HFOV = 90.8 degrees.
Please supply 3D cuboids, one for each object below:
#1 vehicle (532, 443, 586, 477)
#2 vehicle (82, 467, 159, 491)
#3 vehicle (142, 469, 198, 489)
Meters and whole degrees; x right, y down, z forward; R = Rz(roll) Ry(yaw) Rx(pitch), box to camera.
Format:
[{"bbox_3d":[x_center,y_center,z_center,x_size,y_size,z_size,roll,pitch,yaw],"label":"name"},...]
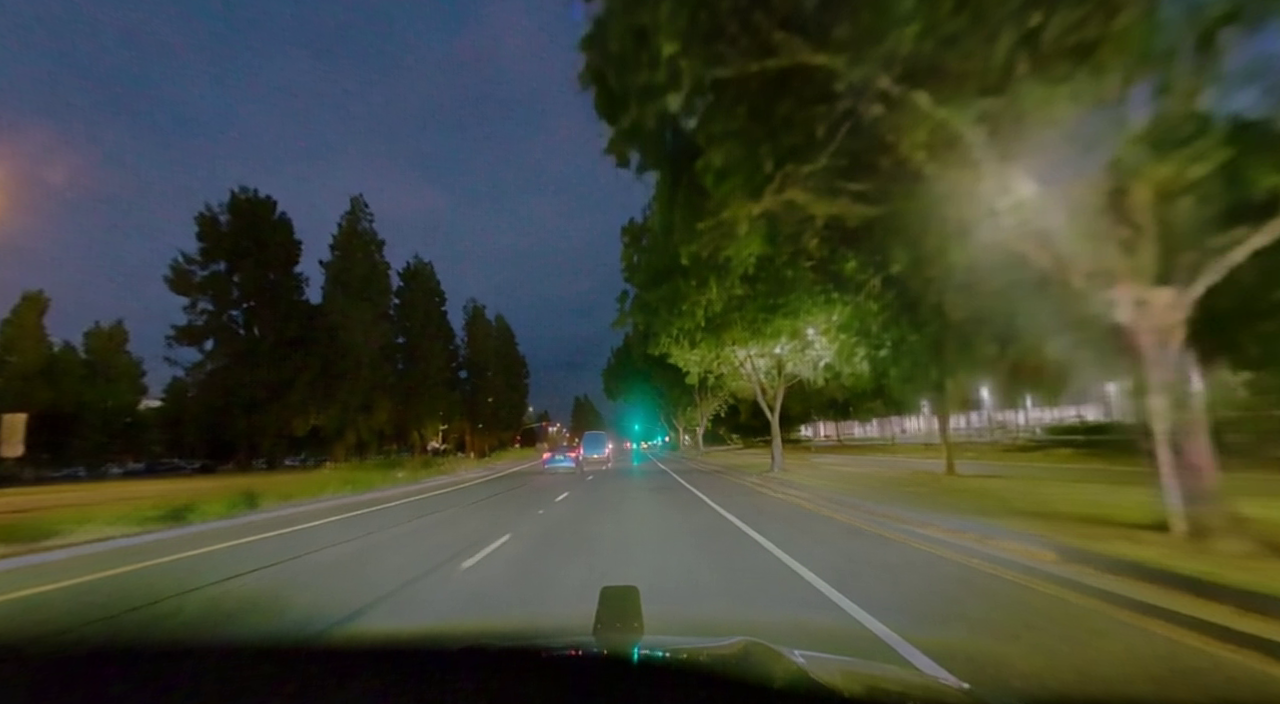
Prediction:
[{"bbox_3d":[-3.722,5.038,29.794,2.009,1.473,4.028,0,-9,0],"label":"vehicle"},{"bbox_3d":[-35.935,8.770,43.858,1.637,1.397,4.547,1,-9,-3],"label":"vehicle"},{"bbox_3d":[-36.646,9.867,49.384,1.567,1.379,3.614,3,-10,-1],"label":"vehicle"}]
